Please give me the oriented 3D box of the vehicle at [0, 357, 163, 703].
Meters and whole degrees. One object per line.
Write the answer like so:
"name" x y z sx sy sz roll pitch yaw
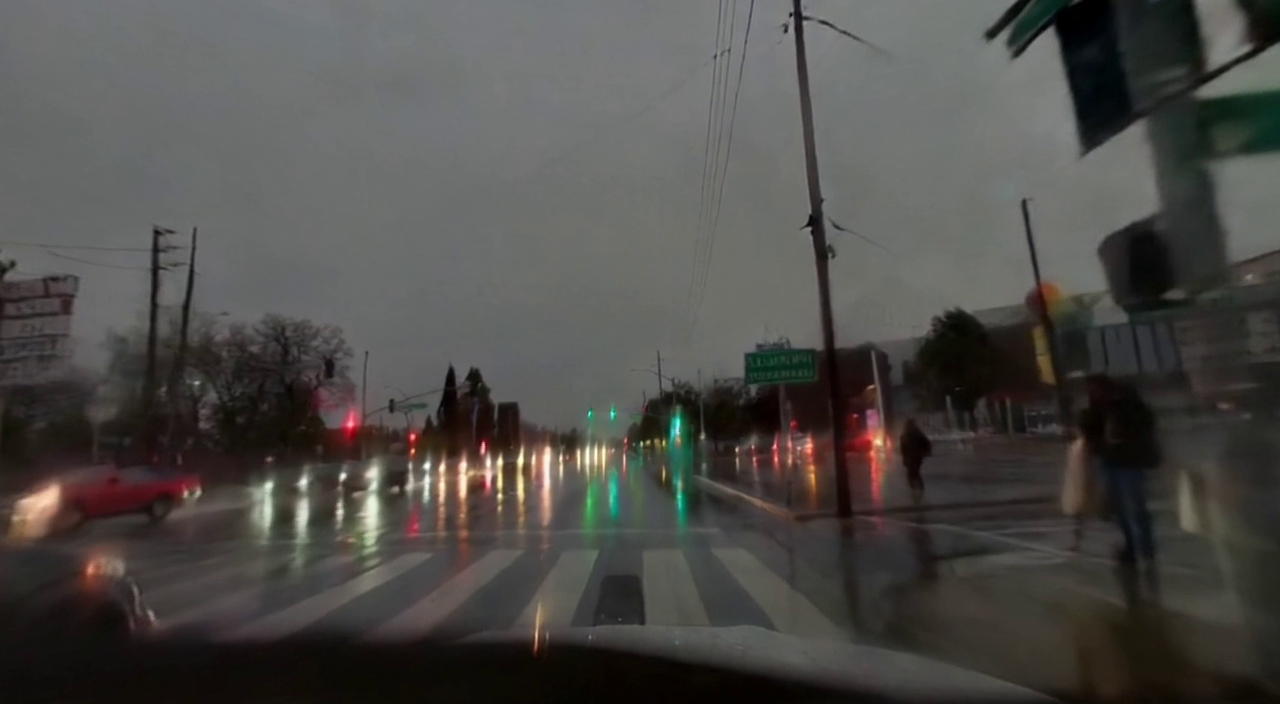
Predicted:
"vehicle" -3.278 0.638 0.615 2.042 1.673 4.516 -1 -8 0

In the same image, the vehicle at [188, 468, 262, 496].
"vehicle" -26.839 8.386 40.713 3.960 1.600 1.885 -3 -9 19

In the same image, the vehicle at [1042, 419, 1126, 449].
"vehicle" 24.965 4.687 35.543 1.690 1.559 3.521 2 -10 -13

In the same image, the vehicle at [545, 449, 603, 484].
"vehicle" -3.044 5.372 29.927 2.147 1.472 4.406 -1 -8 2

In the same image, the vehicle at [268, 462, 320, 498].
"vehicle" -18.132 6.680 33.147 1.964 1.569 4.256 3 -9 -24

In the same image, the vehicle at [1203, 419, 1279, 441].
"vehicle" 46.289 6.051 48.377 1.731 1.495 4.286 -1 -8 -5

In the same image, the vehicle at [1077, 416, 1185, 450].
"vehicle" 27.779 4.677 35.867 2.083 1.668 4.638 -1 -9 -5

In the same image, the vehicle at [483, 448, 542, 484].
"vehicle" -6.314 5.667 31.629 2.012 1.664 3.917 -1 -8 2

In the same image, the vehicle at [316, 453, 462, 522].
"vehicle" -6.421 3.486 16.782 1.960 1.479 4.654 -1 -8 0
